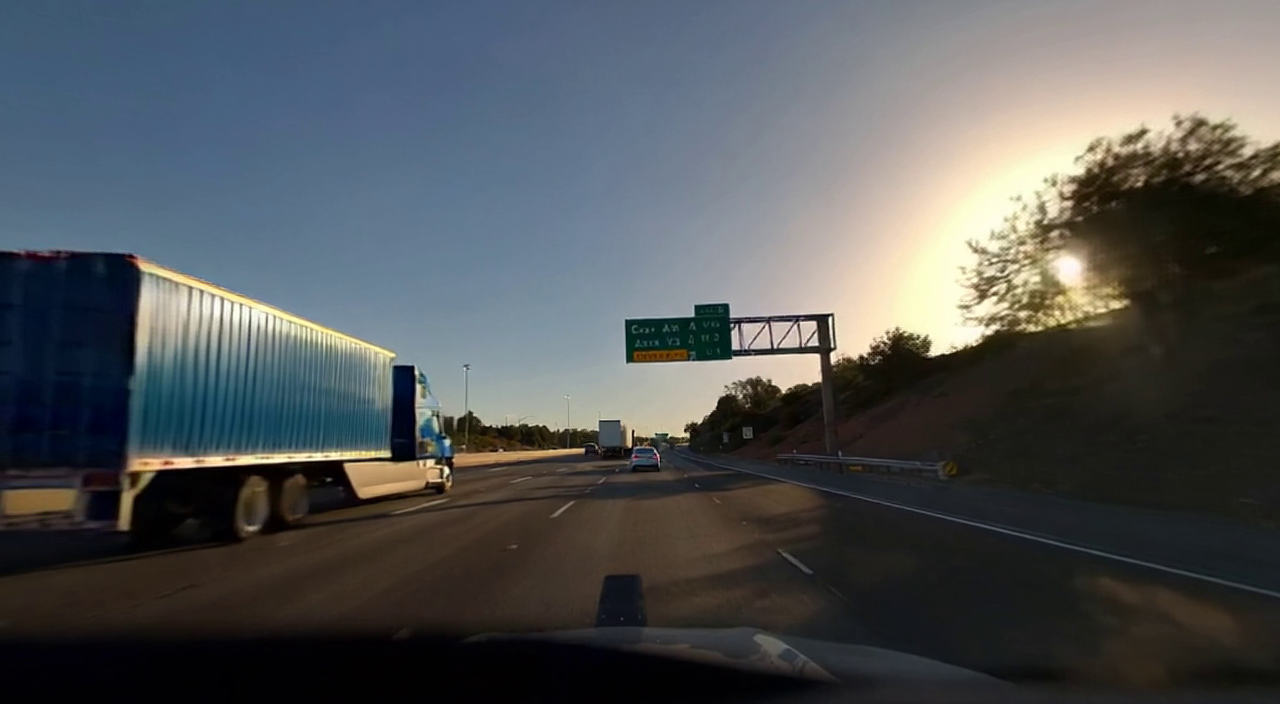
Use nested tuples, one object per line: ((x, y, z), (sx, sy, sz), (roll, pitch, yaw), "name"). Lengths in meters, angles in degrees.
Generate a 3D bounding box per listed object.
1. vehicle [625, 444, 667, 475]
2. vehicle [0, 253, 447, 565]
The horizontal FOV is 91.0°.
((0.249, 5.596, 33.029), (2.066, 1.469, 4.050), (0, -9, -1), "vehicle")
((-7.411, 1.471, 13.205), (3.067, 3.804, 11.136), (0, -9, 1), "vehicle")
